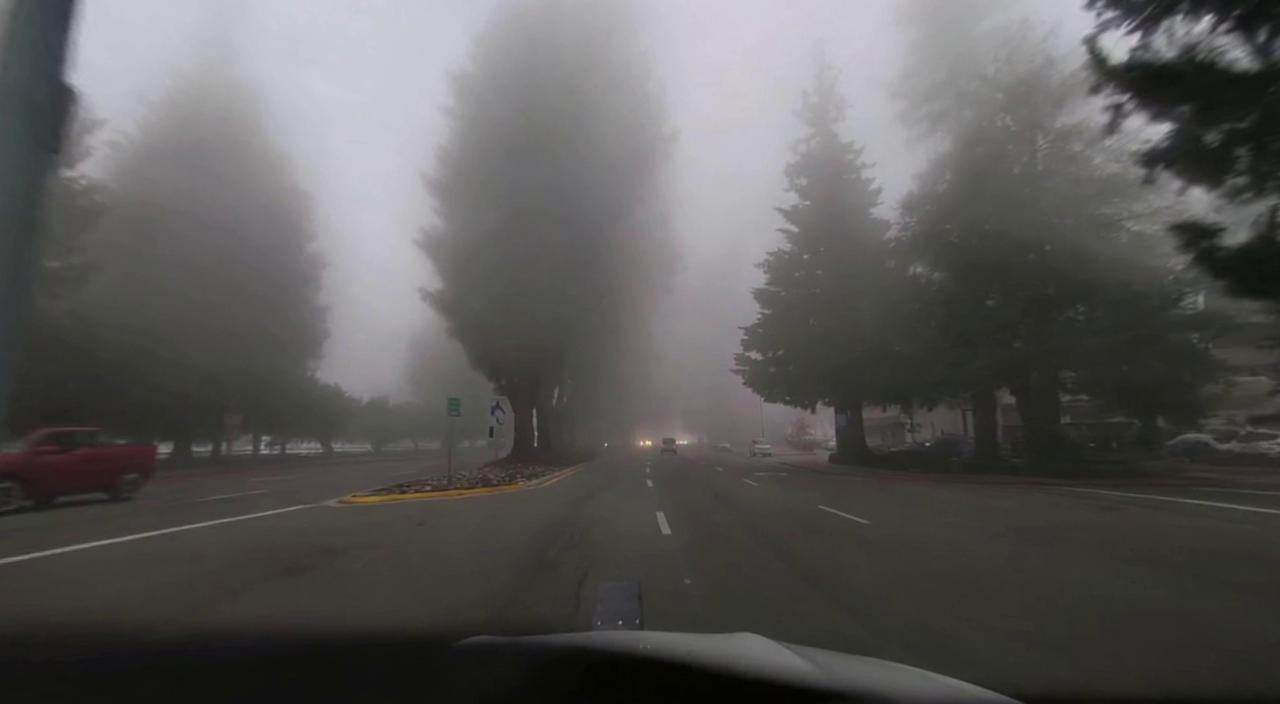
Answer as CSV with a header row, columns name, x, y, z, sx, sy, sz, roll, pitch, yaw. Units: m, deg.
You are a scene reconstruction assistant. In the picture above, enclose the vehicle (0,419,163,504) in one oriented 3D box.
name,x,y,z,sx,sy,sz,roll,pitch,yaw
vehicle,-15.535,2.749,16.023,2.263,1.887,5.933,0,-8,-1
